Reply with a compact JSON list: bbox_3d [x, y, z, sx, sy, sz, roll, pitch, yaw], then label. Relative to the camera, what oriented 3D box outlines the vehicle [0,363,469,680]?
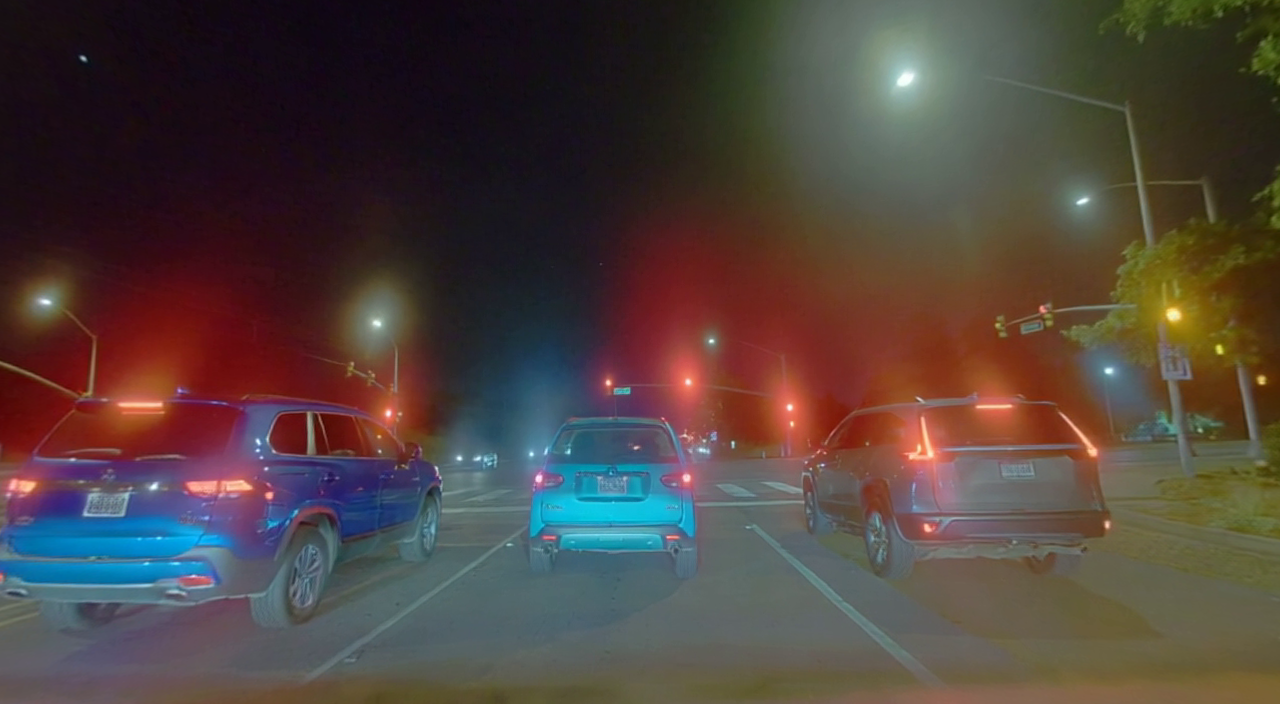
[{"bbox_3d":[-3.273,1.285,5.895,2.047,1.810,4.414,0,-8,1],"label":"vehicle"}]

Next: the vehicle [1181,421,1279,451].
[{"bbox_3d":[32.798,4.651,34.757,4.175,1.634,1.877,1,-8,-4],"label":"vehicle"}]

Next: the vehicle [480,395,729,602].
[{"bbox_3d":[-0.235,1.513,7.316,2.067,1.702,3.987,0,-8,2],"label":"vehicle"}]

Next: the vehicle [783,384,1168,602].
[{"bbox_3d":[3.272,1.485,7.509,2.083,1.779,4.532,0,-8,0],"label":"vehicle"}]
